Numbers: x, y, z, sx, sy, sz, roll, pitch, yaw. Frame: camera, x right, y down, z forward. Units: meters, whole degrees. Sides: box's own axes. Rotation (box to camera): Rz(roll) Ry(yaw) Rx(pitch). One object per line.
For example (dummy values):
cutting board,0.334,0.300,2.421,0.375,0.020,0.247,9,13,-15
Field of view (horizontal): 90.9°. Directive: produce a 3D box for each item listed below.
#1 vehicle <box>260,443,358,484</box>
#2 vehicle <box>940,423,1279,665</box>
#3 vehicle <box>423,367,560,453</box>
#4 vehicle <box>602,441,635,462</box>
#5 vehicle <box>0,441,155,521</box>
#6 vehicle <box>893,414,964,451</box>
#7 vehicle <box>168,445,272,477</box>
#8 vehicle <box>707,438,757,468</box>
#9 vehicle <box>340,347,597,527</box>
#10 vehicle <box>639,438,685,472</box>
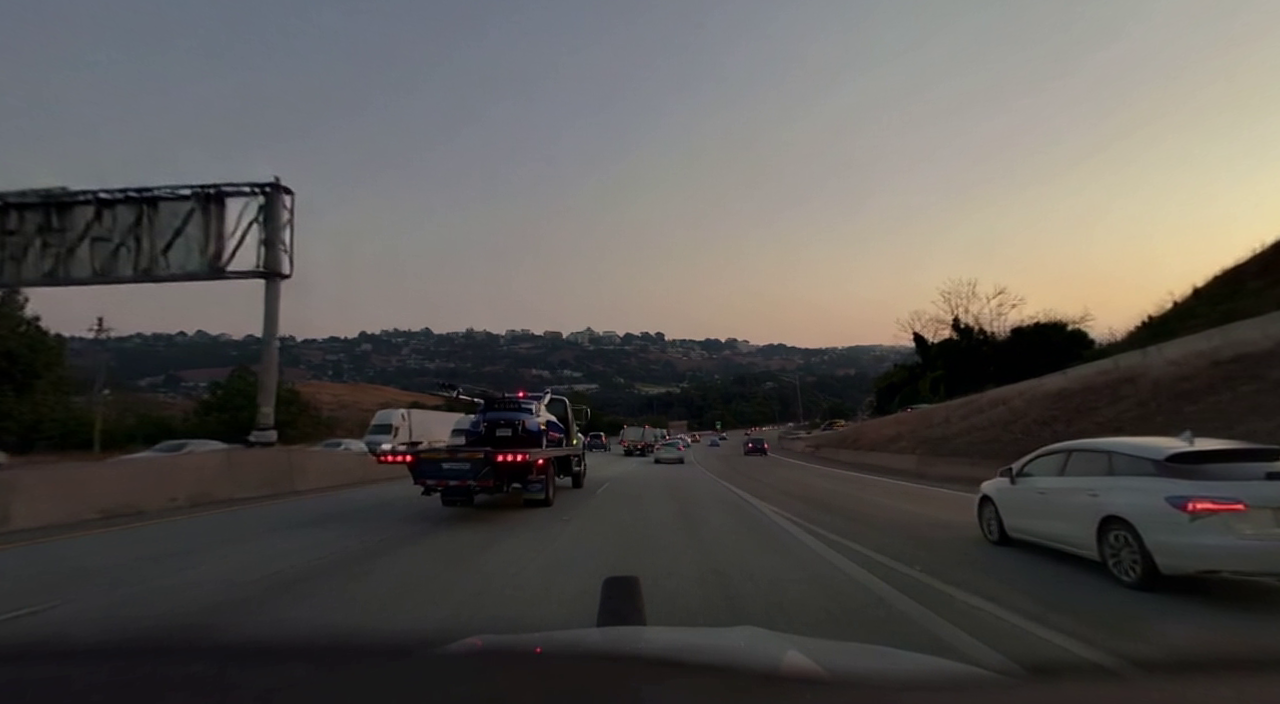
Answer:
vehicle,-12.984,4.363,25.003,1.824,1.475,3.671,0,-8,2
vehicle,4.894,1.461,5.748,2.040,1.481,4.260,0,-8,-3
vehicle,-3.181,1.471,14.655,1.893,1.674,4.766,0,-8,2
vehicle,-1.520,7.257,46.098,2.016,1.450,4.310,-1,-8,3
vehicle,-13.006,2.621,13.178,1.937,1.489,4.688,0,-8,1
vehicle,20.678,5.868,45.440,2.433,2.488,4.939,1,-9,-4
vehicle,-20.006,5.178,30.293,1.891,1.446,4.389,0,-8,2
vehicle,5.158,5.715,35.878,2.075,1.614,4.682,0,-8,-1
vehicle,-3.166,2.127,15.557,3.162,2.955,10.282,0,-8,2
vehicle,1.043,4.909,30.204,2.079,1.499,3.915,0,-8,2
